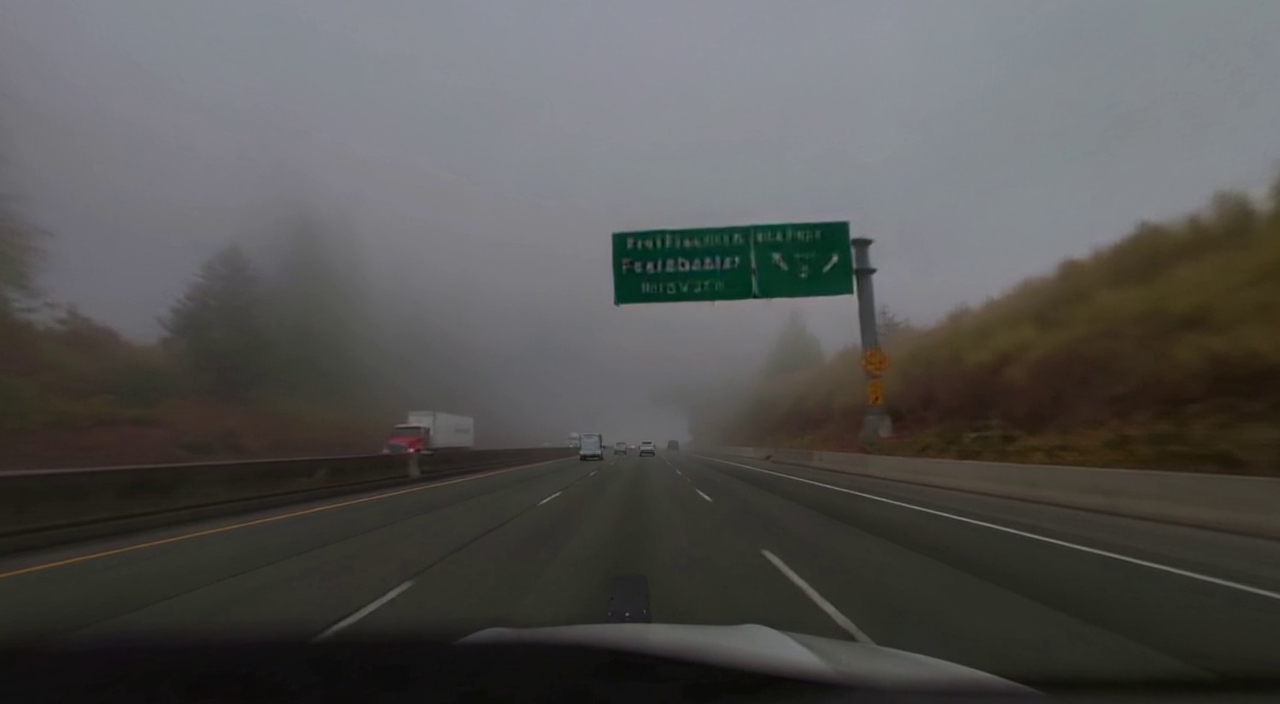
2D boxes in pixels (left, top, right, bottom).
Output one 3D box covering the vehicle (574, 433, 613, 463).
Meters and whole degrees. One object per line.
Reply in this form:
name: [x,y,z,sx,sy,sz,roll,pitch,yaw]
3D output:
vehicle: [-3.207,6.788,44.500,2.286,2.011,4.452,0,-8,1]
